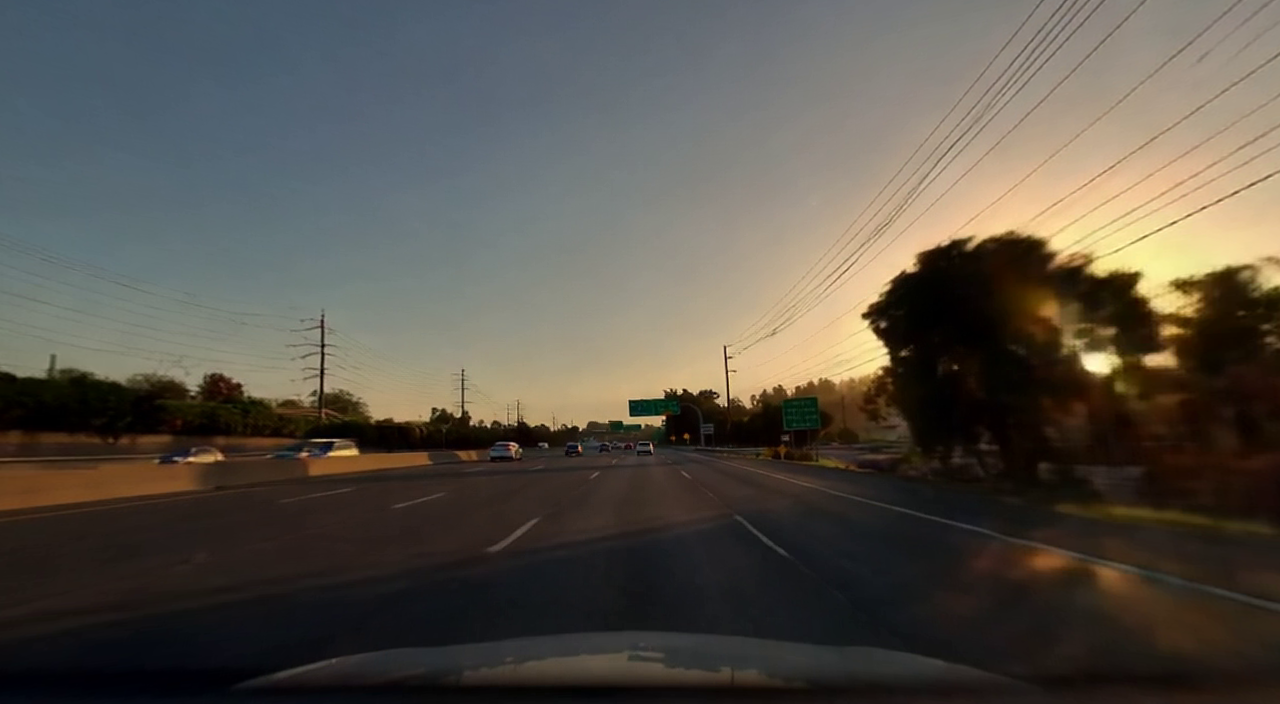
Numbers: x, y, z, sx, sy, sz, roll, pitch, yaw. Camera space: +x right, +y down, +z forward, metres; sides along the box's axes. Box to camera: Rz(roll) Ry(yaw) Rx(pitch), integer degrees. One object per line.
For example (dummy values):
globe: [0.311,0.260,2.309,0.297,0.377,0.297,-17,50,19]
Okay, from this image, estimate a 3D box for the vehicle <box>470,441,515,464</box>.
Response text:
vehicle: [-10.110,6.923,43.564,1.947,1.528,4.355,0,-8,1]
